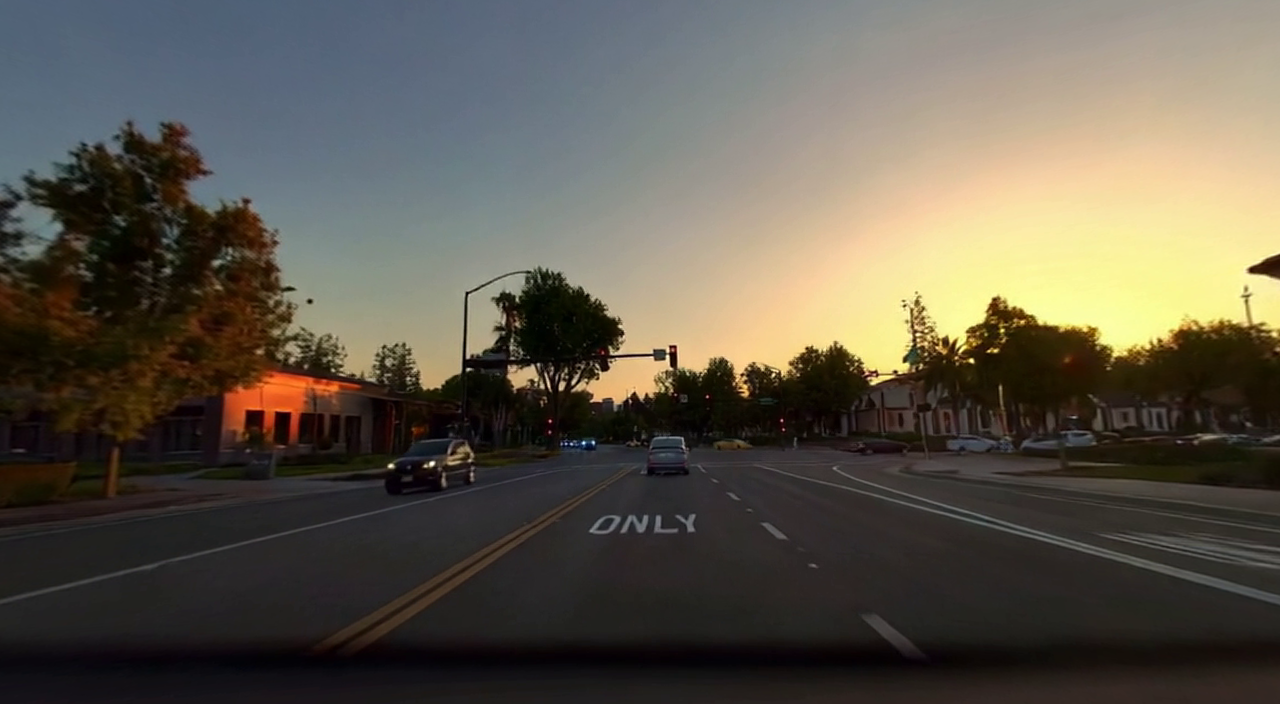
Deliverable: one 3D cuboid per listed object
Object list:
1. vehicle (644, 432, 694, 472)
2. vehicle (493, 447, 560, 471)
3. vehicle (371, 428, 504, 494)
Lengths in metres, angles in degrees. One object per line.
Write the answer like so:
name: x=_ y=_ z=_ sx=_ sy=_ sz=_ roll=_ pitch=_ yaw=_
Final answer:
vehicle: x=1.662 y=5.697 z=35.907 sx=2.590 sy=2.080 sz=5.284 roll=0 pitch=-9 yaw=3
vehicle: x=-7.589 y=7.053 z=41.688 sx=4.668 sy=1.469 sz=1.984 roll=-8 pitch=-12 yaw=44
vehicle: x=-6.694 y=3.711 z=21.746 sx=2.366 sy=1.941 sz=5.823 roll=-1 pitch=-9 yaw=3
